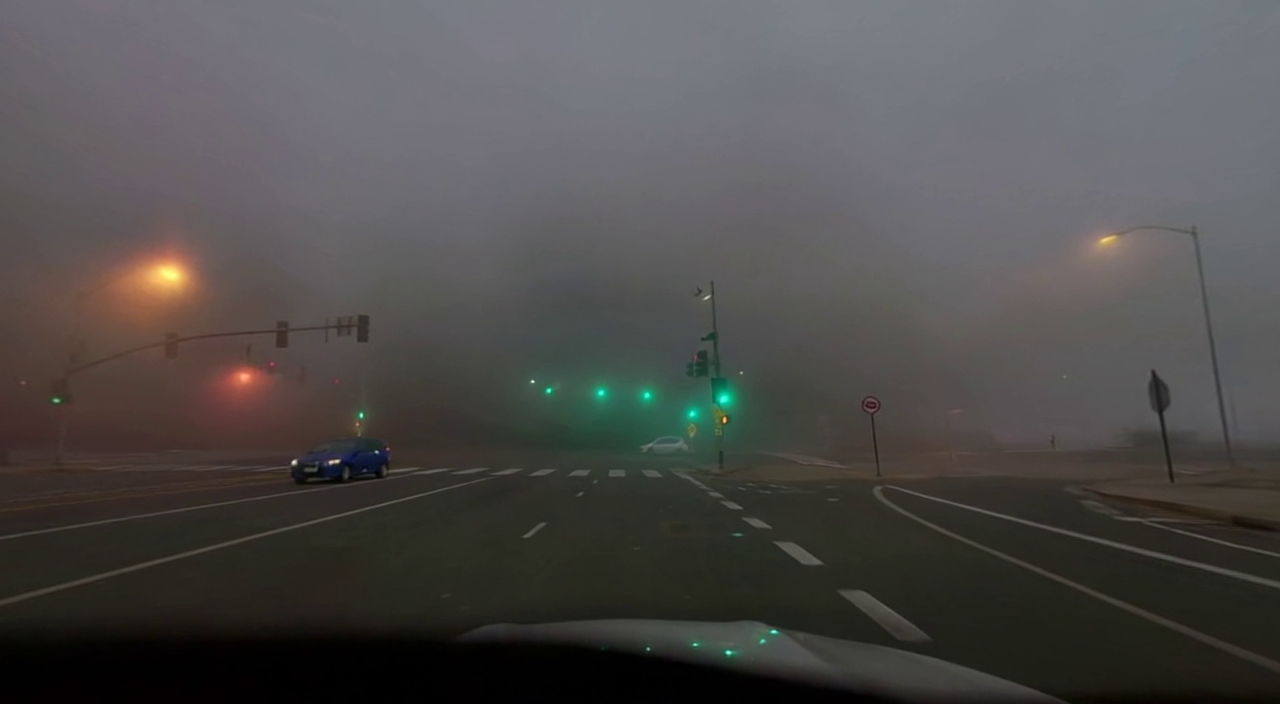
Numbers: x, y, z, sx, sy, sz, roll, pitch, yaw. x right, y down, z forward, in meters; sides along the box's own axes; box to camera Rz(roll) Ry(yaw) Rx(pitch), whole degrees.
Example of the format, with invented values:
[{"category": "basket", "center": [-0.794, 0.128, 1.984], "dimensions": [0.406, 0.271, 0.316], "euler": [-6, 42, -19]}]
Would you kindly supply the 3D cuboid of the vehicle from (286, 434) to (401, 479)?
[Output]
[{"category": "vehicle", "center": [-10.734, 3.825, 23.230], "dimensions": [1.924, 1.502, 4.727], "euler": [0, -9, 0]}]
